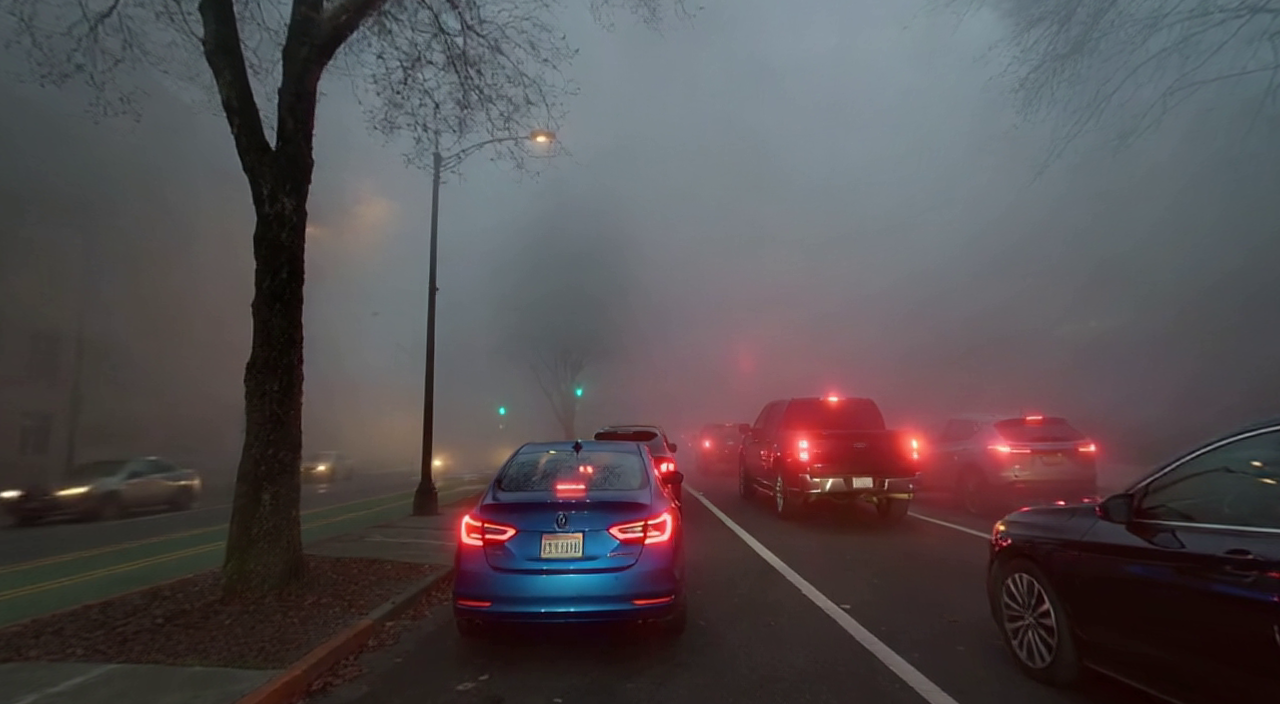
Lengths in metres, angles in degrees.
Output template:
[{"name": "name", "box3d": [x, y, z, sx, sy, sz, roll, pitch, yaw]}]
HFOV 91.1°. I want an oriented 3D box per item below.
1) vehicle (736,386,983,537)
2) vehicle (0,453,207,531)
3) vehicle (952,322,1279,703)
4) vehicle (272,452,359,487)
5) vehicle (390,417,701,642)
[{"name": "vehicle", "box3d": [3.514, 1.957, 11.710, 2.444, 2.098, 5.766, 0, -9, -1]}, {"name": "vehicle", "box3d": [-12.767, 3.201, 14.919, 1.926, 1.519, 4.104, 0, -9, 1]}, {"name": "vehicle", "box3d": [3.157, 0.758, 2.078, 1.982, 1.709, 4.427, 0, -9, 1]}, {"name": "vehicle", "box3d": [-16.020, 5.782, 31.243, 1.966, 1.563, 4.203, 0, -9, 1]}, {"name": "vehicle", "box3d": [-0.584, 1.502, 6.336, 2.111, 1.506, 4.018, 0, -9, 2]}]
